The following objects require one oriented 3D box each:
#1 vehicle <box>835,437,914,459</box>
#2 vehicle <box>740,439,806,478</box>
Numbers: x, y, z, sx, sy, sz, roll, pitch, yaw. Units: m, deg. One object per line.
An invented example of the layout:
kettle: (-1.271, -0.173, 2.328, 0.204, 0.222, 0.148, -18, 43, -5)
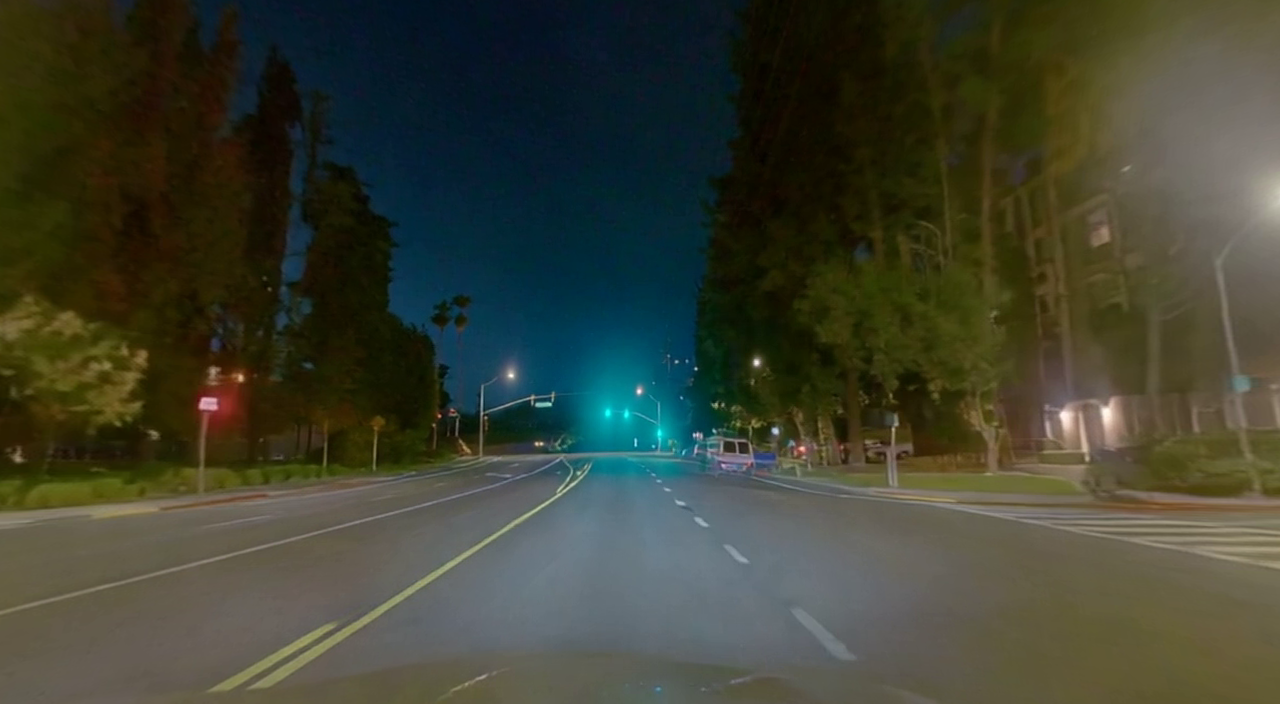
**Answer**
vehicle: (16.022, 6.588, 43.346, 4.656, 1.466, 1.924, 0, -8, -1)
vehicle: (6.140, 4.972, 29.747, 2.024, 1.710, 4.525, 0, -8, -1)
